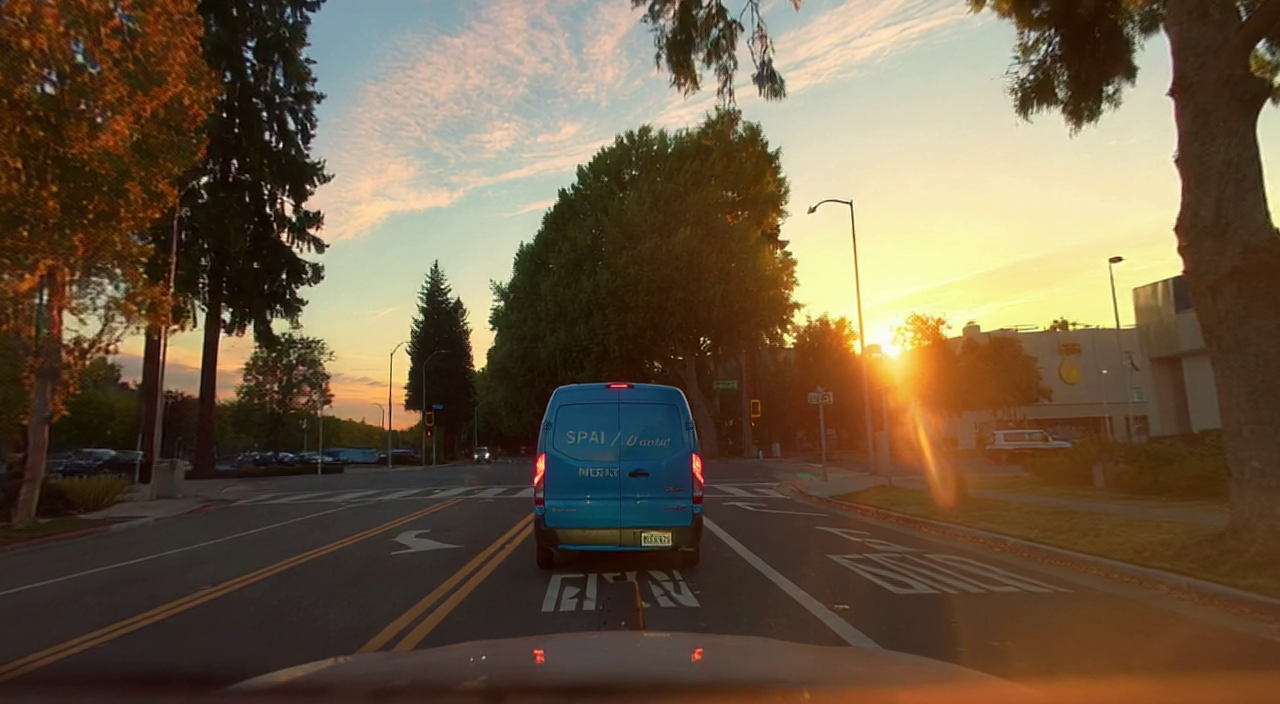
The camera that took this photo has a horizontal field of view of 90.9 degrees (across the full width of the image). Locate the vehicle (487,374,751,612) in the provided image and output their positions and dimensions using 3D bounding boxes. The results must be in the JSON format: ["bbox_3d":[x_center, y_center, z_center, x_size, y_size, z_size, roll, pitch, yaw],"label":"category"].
[{"bbox_3d":[-0.297,1.462,7.290,2.181,1.949,3.932,1,-9,-4],"label":"vehicle"}]
